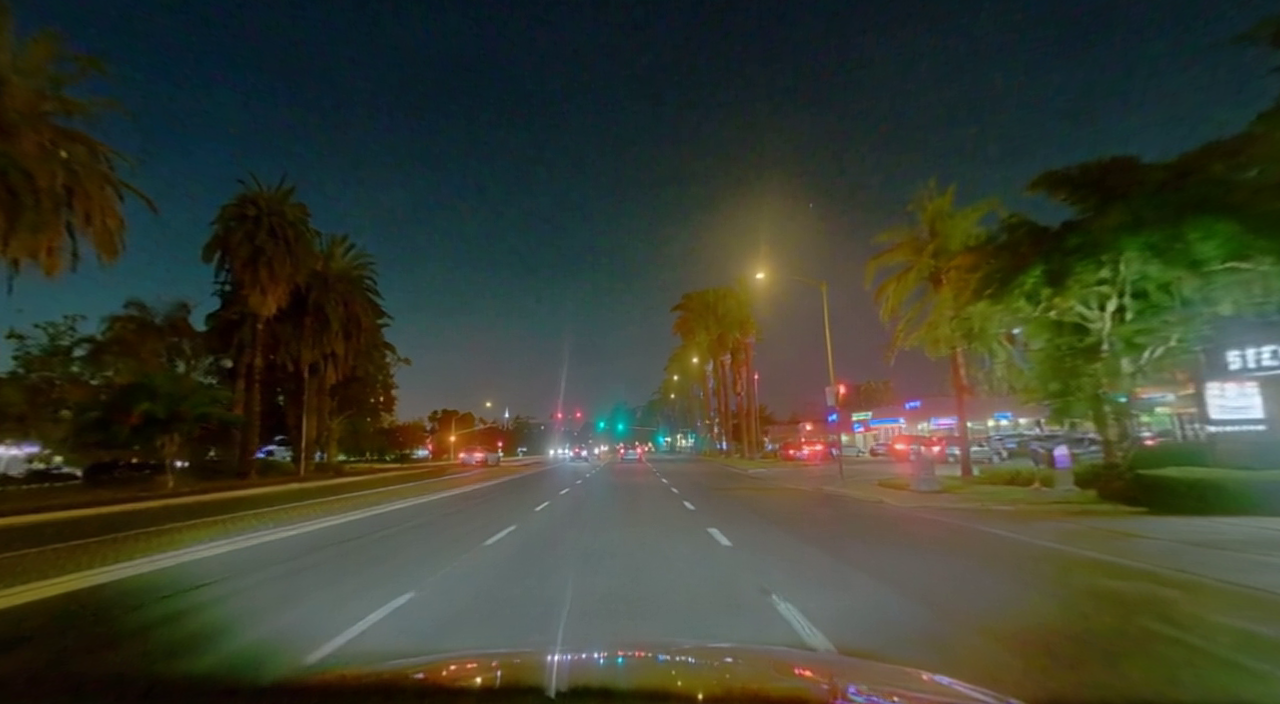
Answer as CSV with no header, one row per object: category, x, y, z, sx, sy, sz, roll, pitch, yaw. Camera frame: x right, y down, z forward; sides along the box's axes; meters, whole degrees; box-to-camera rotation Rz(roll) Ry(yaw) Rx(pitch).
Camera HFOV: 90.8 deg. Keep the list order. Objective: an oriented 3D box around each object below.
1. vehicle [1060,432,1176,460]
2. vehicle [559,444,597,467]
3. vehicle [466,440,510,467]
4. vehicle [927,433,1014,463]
vehicle,27.028,5.368,35.954,4.809,1.499,2.130,-4,-10,23
vehicle,-4.109,6.946,42.440,2.181,1.483,4.123,0,-9,-1
vehicle,-10.453,7.038,43.724,2.022,1.746,4.406,0,-9,-1
vehicle,20.395,5.974,39.189,4.548,1.741,1.971,-4,-10,25
